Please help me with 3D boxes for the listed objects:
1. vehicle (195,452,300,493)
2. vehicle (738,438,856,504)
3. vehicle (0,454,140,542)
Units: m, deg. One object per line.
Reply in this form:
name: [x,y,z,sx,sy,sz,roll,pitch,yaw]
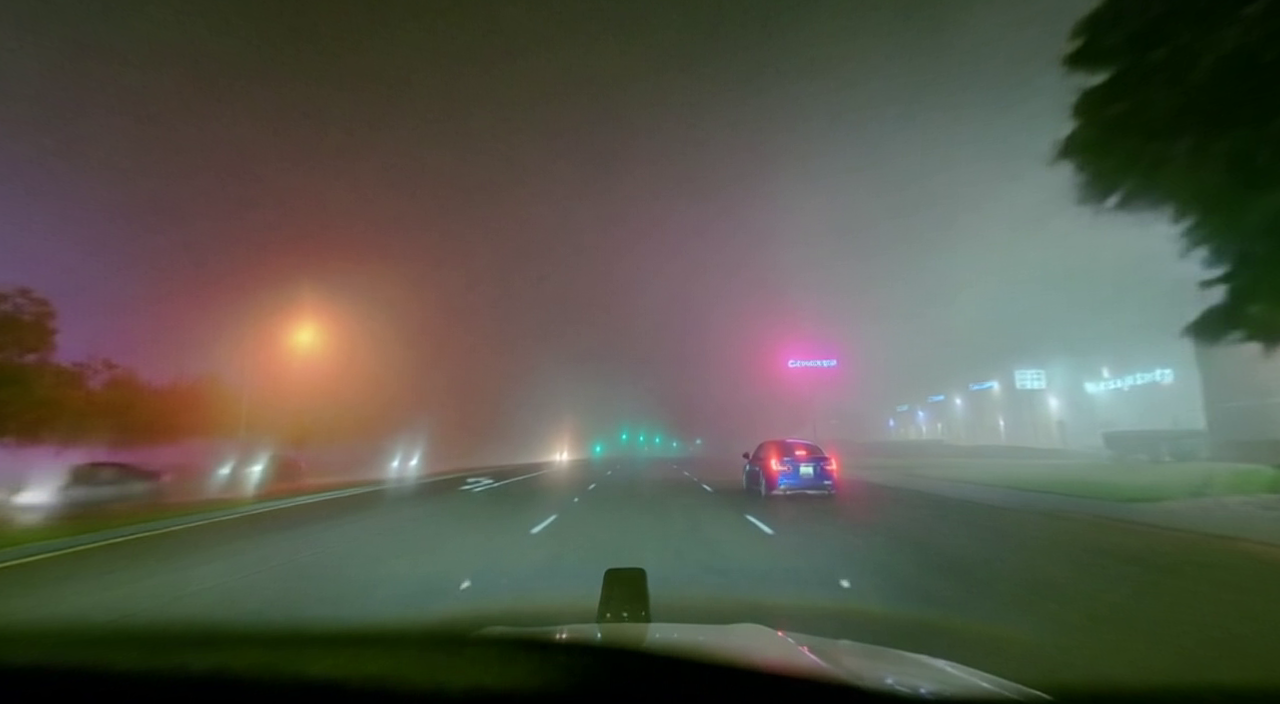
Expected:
vehicle: [-19.040,5.831,30.880,2.098,1.797,4.646,-1,-9,1]
vehicle: [3.948,3.055,16.686,1.977,1.474,4.399,-1,-9,0]
vehicle: [-12.447,2.775,12.175,1.986,1.514,4.300,-1,-9,1]
